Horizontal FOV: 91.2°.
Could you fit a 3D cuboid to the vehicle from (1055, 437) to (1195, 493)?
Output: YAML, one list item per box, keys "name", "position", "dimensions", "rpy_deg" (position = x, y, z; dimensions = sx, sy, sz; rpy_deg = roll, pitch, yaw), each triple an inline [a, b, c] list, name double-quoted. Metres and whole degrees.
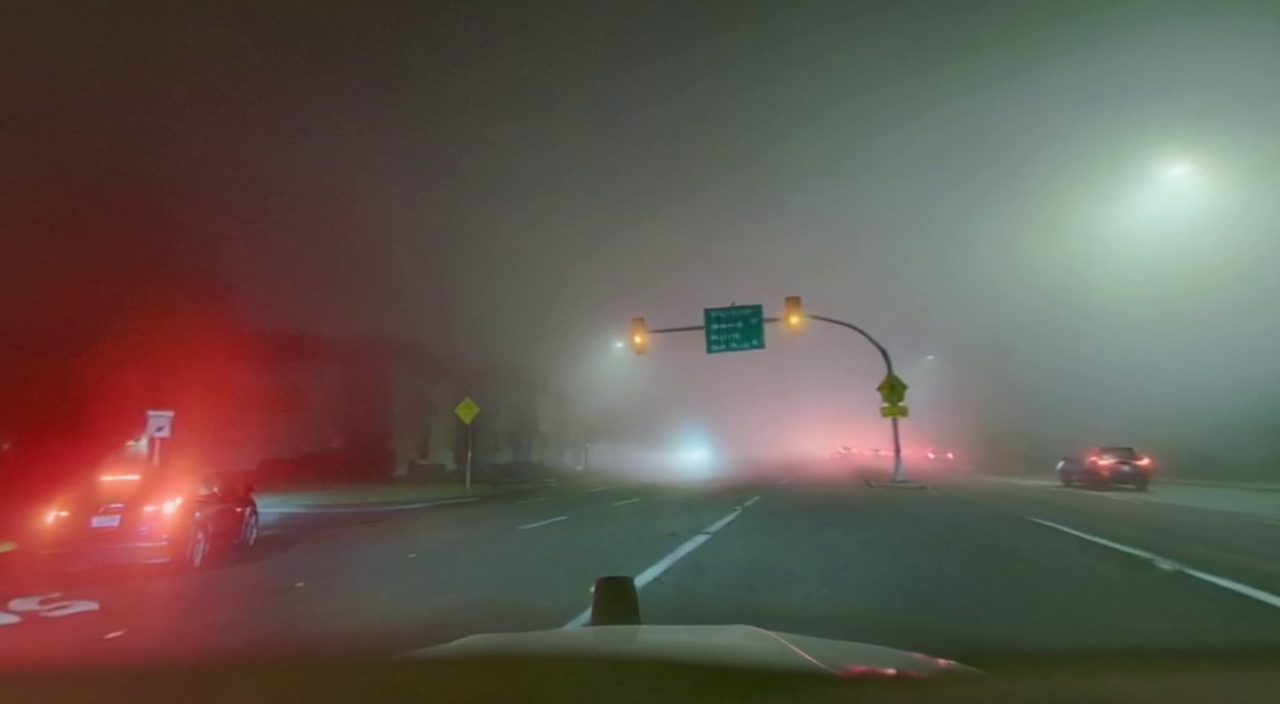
- name: "vehicle"
  position: [15.628, 3.644, 20.532]
  dimensions: [2.007, 1.586, 4.210]
  rpy_deg: [-3, -9, 14]

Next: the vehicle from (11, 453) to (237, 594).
- name: "vehicle"
  position: [-7.231, 2.258, 9.150]
  dimensions: [2.014, 1.525, 3.670]
  rpy_deg: [5, -11, -34]

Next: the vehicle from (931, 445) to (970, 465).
- name: "vehicle"
  position: [24.565, 8.172, 49.706]
  dimensions: [1.931, 1.475, 4.092]
  rpy_deg: [-3, -9, 14]
